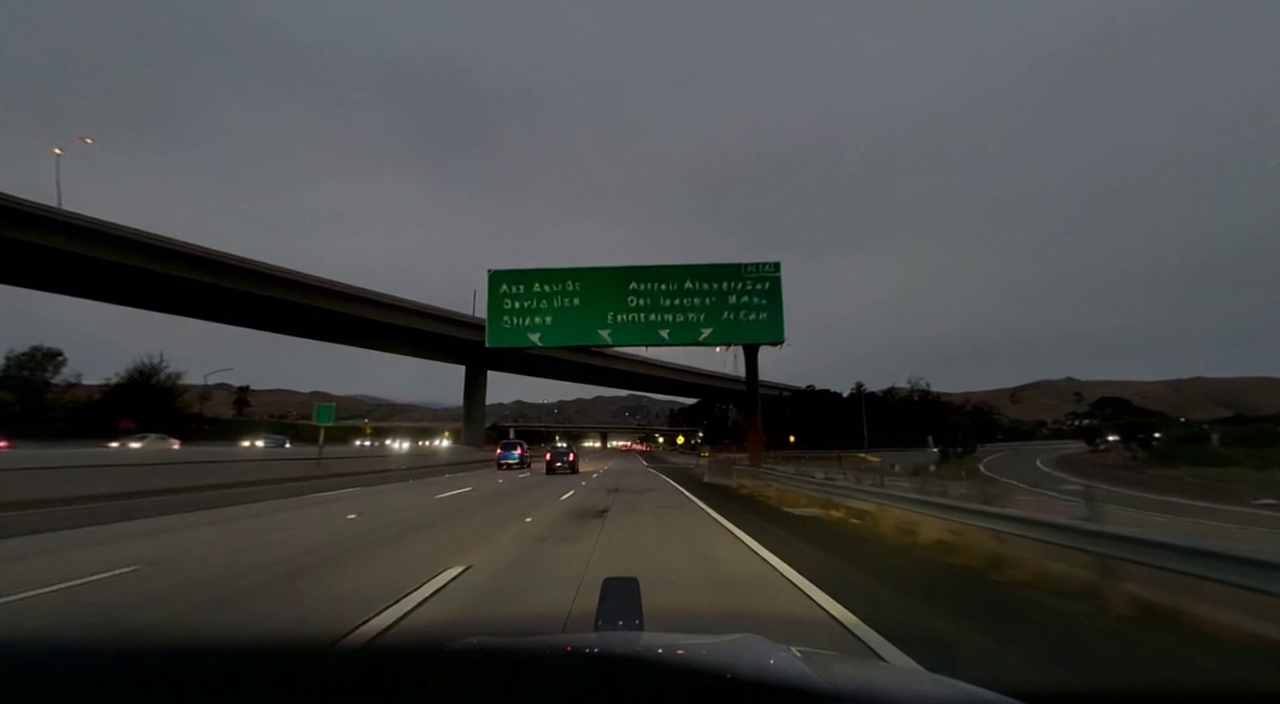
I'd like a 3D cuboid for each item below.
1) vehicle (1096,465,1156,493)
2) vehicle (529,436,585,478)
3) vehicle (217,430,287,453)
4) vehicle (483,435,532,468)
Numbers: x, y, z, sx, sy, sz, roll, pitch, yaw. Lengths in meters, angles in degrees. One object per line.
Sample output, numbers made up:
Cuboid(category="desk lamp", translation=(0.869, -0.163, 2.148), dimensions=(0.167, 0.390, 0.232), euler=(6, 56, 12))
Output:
Cuboid(category="vehicle", translation=(31.150, 8.100, 40.479), dimensions=(1.944, 1.528, 4.123), euler=(-4, -9, 22))
Cuboid(category="vehicle", translation=(-4.008, 5.171, 31.275), dimensions=(2.144, 1.847, 4.850), euler=(0, -9, 0))
Cuboid(category="vehicle", translation=(-30.493, 7.102, 49.711), dimensions=(1.941, 1.677, 5.525), euler=(0, -9, 0))
Cuboid(category="vehicle", translation=(-8.366, 6.351, 40.245), dimensions=(2.132, 1.984, 4.639), euler=(0, -9, -1))
